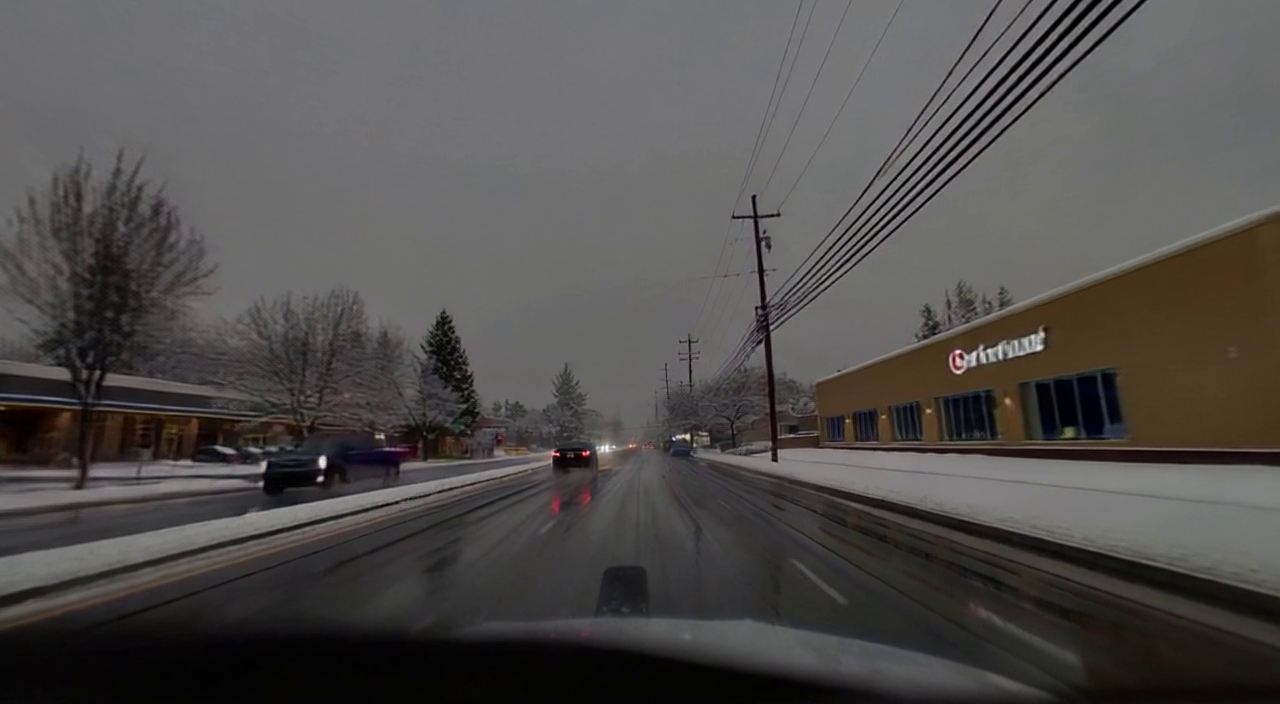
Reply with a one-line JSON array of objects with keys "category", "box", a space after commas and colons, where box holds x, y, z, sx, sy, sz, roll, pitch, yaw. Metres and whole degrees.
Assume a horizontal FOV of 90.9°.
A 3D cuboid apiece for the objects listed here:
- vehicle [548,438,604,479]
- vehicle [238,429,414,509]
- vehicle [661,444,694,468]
[{"category": "vehicle", "box": [-2.751, 4.684, 28.012, 2.047, 1.664, 4.148, 0, -9, 0]}, {"category": "vehicle", "box": [-7.961, 3.004, 16.698, 2.009, 1.773, 4.925, 0, -9, 1]}, {"category": "vehicle", "box": [2.334, 6.570, 39.940, 1.978, 1.455, 4.195, -1, -9, 2]}]
